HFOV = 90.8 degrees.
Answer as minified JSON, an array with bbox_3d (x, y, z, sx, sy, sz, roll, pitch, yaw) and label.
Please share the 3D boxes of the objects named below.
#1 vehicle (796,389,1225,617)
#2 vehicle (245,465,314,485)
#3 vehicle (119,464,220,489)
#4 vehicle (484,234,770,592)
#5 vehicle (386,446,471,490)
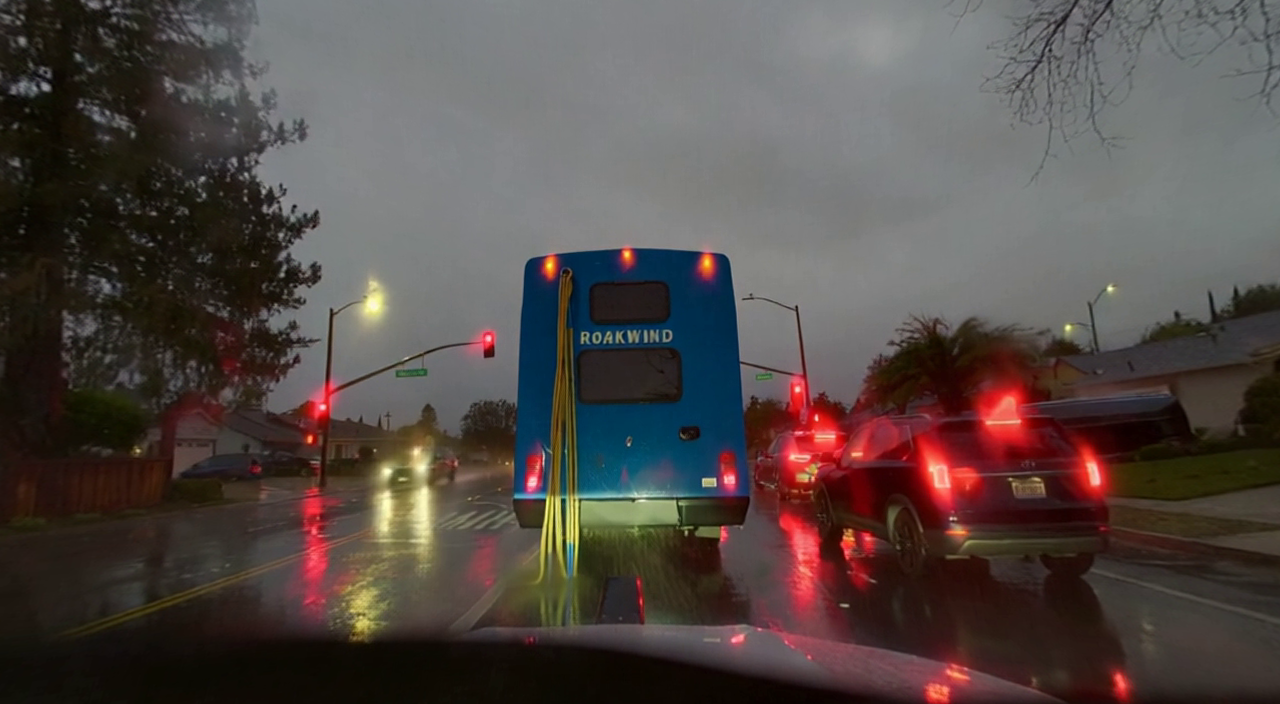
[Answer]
[{"bbox_3d":[3.406,1.490,7.133,2.104,1.735,4.408,0,-9,0],"label":"vehicle"},{"bbox_3d":[-27.420,9.364,48.133,4.187,1.445,1.809,0,-9,0],"label":"vehicle"},{"bbox_3d":[-30.938,8.189,41.667,4.954,1.506,2.014,0,-9,-3],"label":"vehicle"},{"bbox_3d":[-0.117,1.141,10.307,2.709,3.511,8.213,0,-9,0],"label":"vehicle"},{"bbox_3d":[-8.984,4.914,27.240,2.110,1.713,4.449,0,-9,0],"label":"vehicle"}]
